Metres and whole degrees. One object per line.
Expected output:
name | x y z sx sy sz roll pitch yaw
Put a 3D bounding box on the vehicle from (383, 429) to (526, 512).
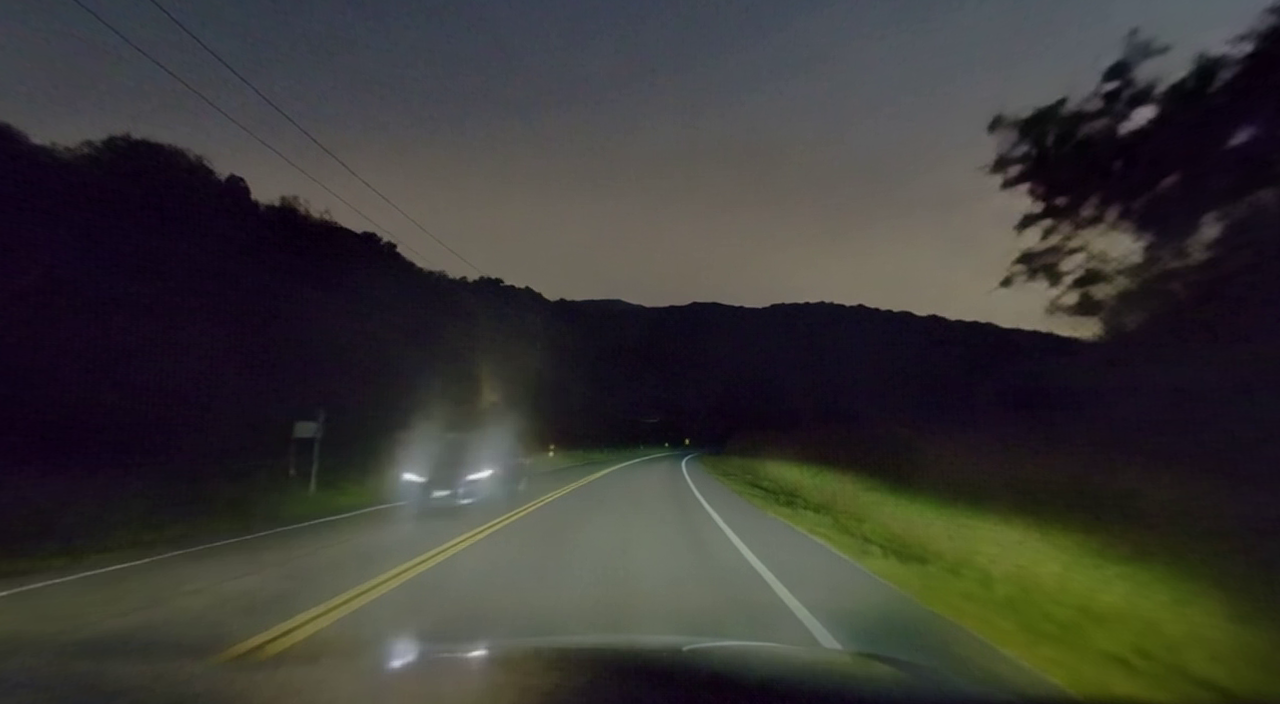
vehicle | -4.188 2.740 15.078 2.103 1.679 4.081 0 -9 1
